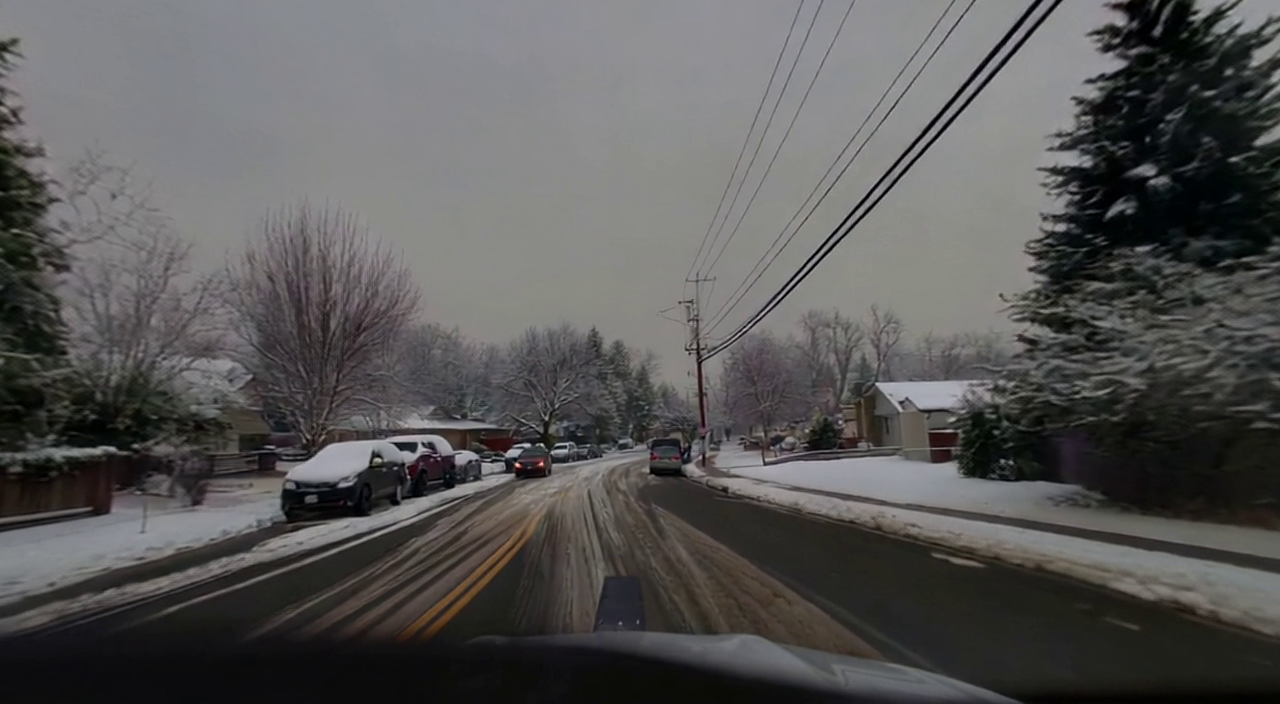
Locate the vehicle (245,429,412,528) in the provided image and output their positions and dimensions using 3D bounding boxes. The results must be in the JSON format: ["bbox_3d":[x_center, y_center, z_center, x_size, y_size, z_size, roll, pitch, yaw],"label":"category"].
[{"bbox_3d":[-7.812,3.186,16.653,2.312,2.032,5.585,-1,-9,-9],"label":"vehicle"}]

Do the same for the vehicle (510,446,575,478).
[{"bbox_3d":[-4.767,5.455,31.750,2.448,1.475,4.568,0,-8,1],"label":"vehicle"}]

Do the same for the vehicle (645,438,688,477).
[{"bbox_3d":[1.351,5.374,32.509,2.032,1.810,5.047,-1,-8,2],"label":"vehicle"}]
